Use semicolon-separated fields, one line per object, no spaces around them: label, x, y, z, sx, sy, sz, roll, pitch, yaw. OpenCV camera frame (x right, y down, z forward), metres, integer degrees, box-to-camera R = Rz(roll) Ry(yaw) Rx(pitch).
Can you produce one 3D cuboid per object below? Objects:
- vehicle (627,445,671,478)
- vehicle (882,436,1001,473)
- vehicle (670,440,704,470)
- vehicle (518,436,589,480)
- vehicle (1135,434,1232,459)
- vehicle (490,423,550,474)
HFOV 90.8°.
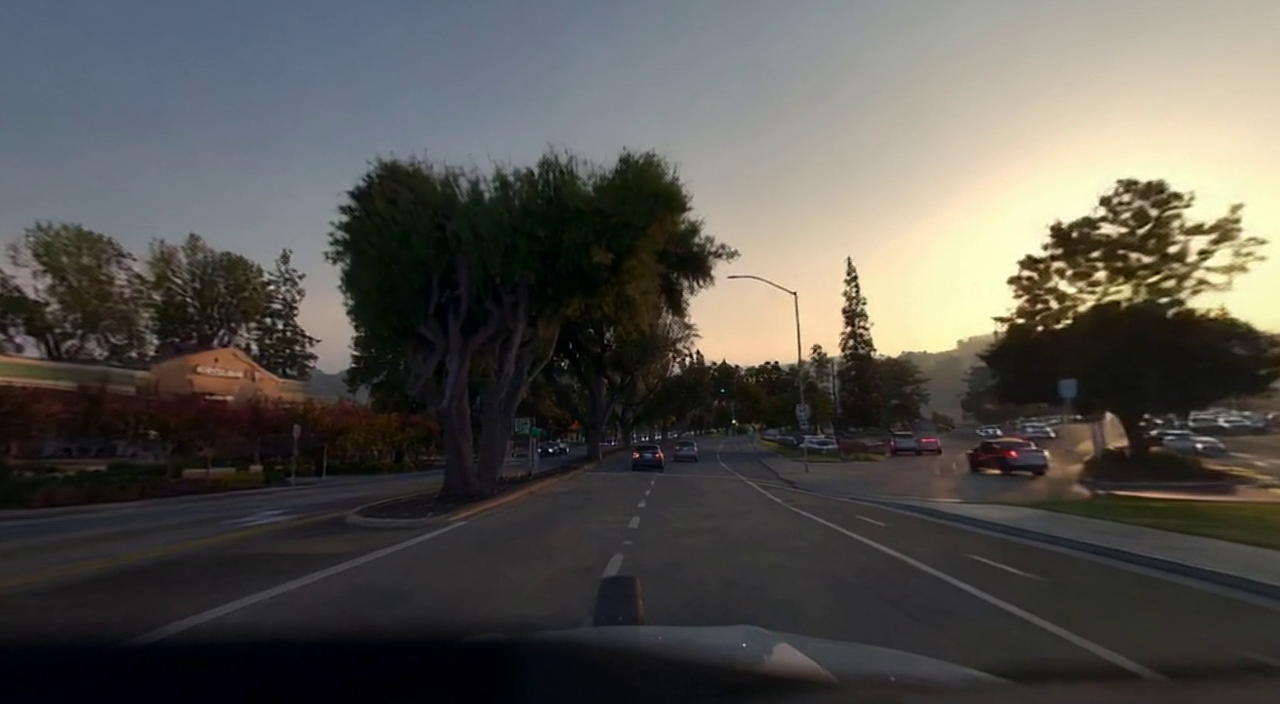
vehicle;0.435;5.102;29.695;1.917;1.418;3.987;0;-8;1
vehicle;18.143;6.201;39.161;2.618;1.565;11.353;-4;-7;4
vehicle;2.956;6.540;40.293;2.046;1.768;4.370;0;-8;3
vehicle;-3.994;5.036;30.390;2.298;1.905;5.777;-1;-8;3
vehicle;32.147;5.612;37.416;4.202;1.432;1.934;1;-9;-7
vehicle;-7.317;5.993;39.328;2.251;2.944;5.835;-1;-8;3
